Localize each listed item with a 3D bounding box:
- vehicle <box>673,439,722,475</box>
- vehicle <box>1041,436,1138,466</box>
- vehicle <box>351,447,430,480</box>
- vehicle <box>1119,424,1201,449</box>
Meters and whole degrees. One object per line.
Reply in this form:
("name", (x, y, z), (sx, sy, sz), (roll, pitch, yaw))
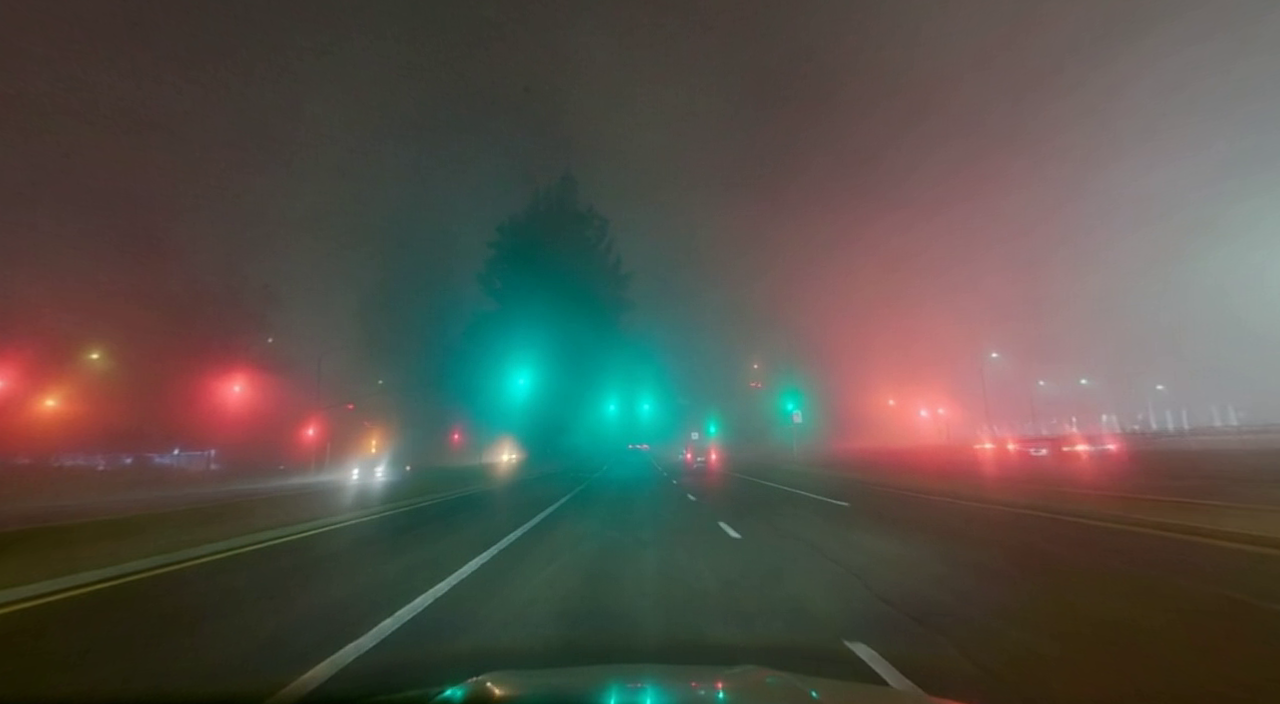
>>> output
("vehicle", (3.007, 5.604, 33.944), (2.069, 1.761, 4.610), (0, -9, -2))
("vehicle", (22.538, 4.973, 31.774), (3.536, 1.412, 1.727), (0, -9, -1))
("vehicle", (-12.194, 5.474, 31.263), (2.005, 1.493, 4.682), (0, -9, 0))
("vehicle", (35.045, 5.771, 42.729), (1.909, 1.576, 4.216), (1, -9, 0))
